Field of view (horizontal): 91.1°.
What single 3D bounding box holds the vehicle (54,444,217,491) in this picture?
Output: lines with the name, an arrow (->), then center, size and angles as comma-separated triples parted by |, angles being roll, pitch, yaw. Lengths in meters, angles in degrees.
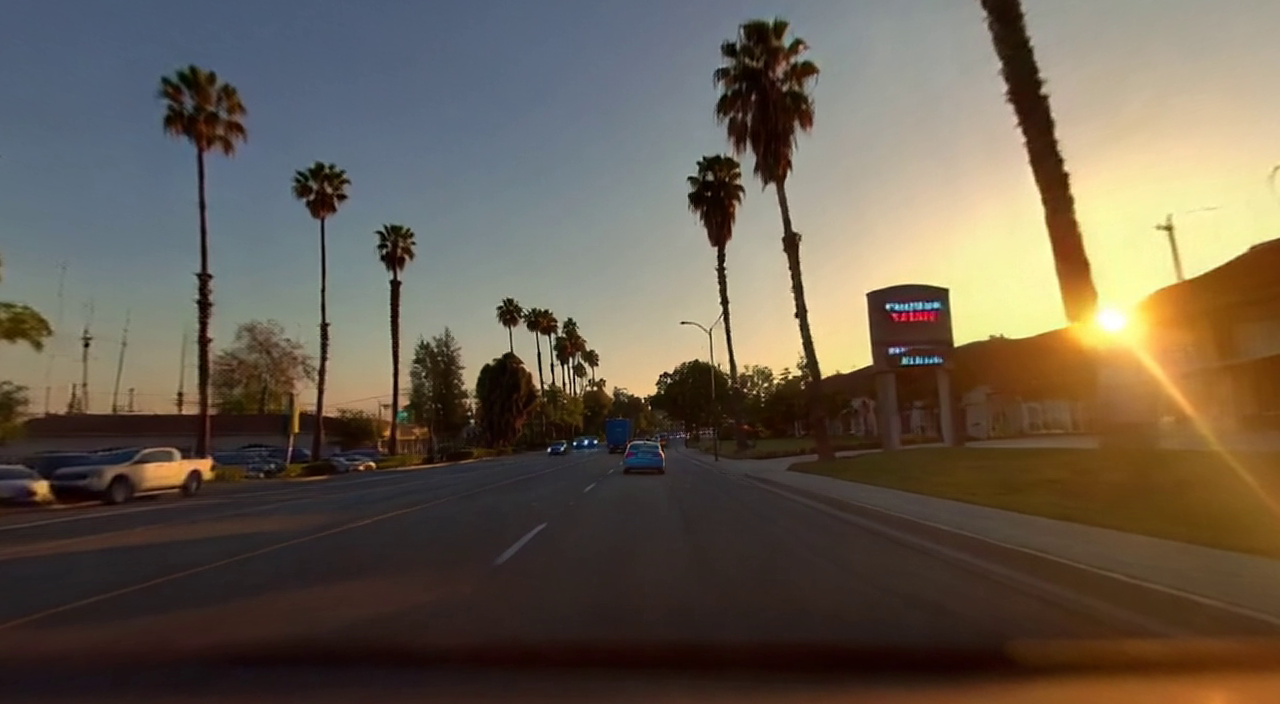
vehicle -> -21.317, 4.879, 26.705 | 4.979, 1.893, 2.084 | 0, -9, -2

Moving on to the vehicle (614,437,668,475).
vehicle -> 0.056, 4.447, 27.066 | 2.144, 1.514, 4.063 | 0, -9, 0

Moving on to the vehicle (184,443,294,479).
vehicle -> -21.767, 5.918, 34.186 | 4.536, 1.838, 2.042 | 0, -9, 2

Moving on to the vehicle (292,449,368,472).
vehicle -> -21.185, 7.419, 43.105 | 4.440, 1.498, 2.001 | 3, -9, -20
